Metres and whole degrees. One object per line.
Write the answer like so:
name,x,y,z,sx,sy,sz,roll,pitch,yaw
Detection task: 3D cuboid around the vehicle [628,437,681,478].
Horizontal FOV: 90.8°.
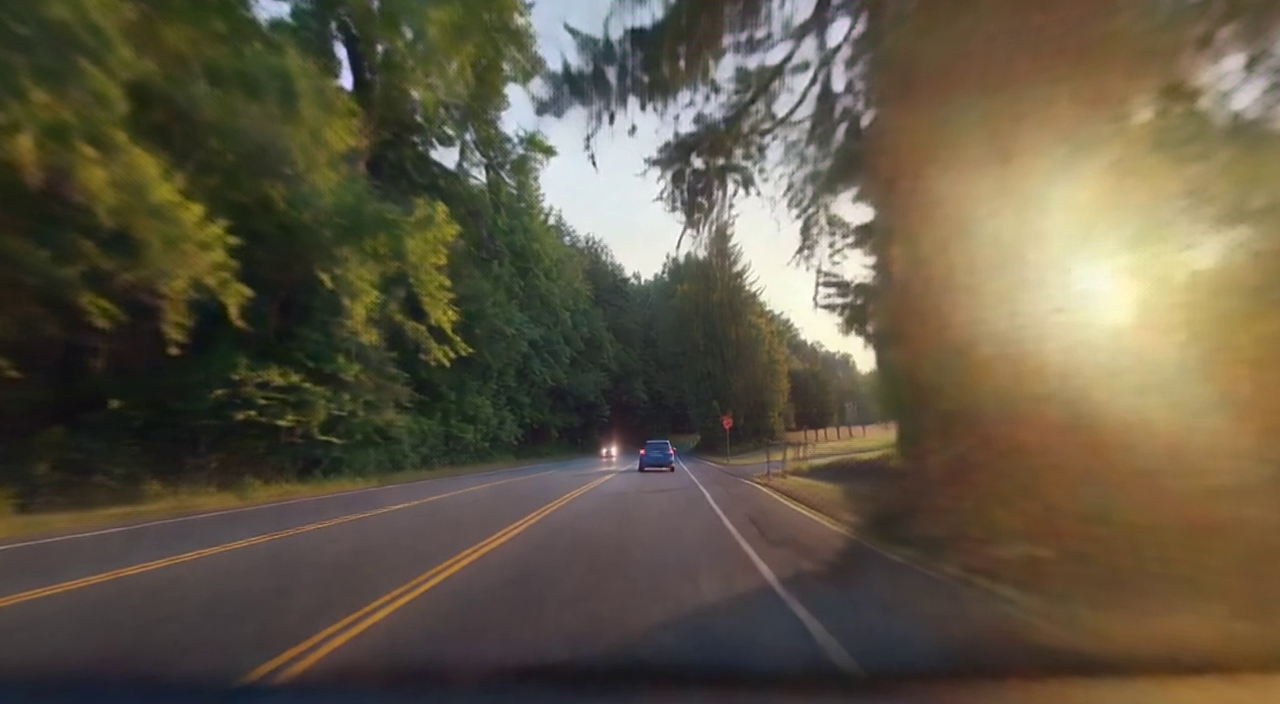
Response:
vehicle,0.716,4.873,29.382,2.294,1.708,4.110,0,-9,2
